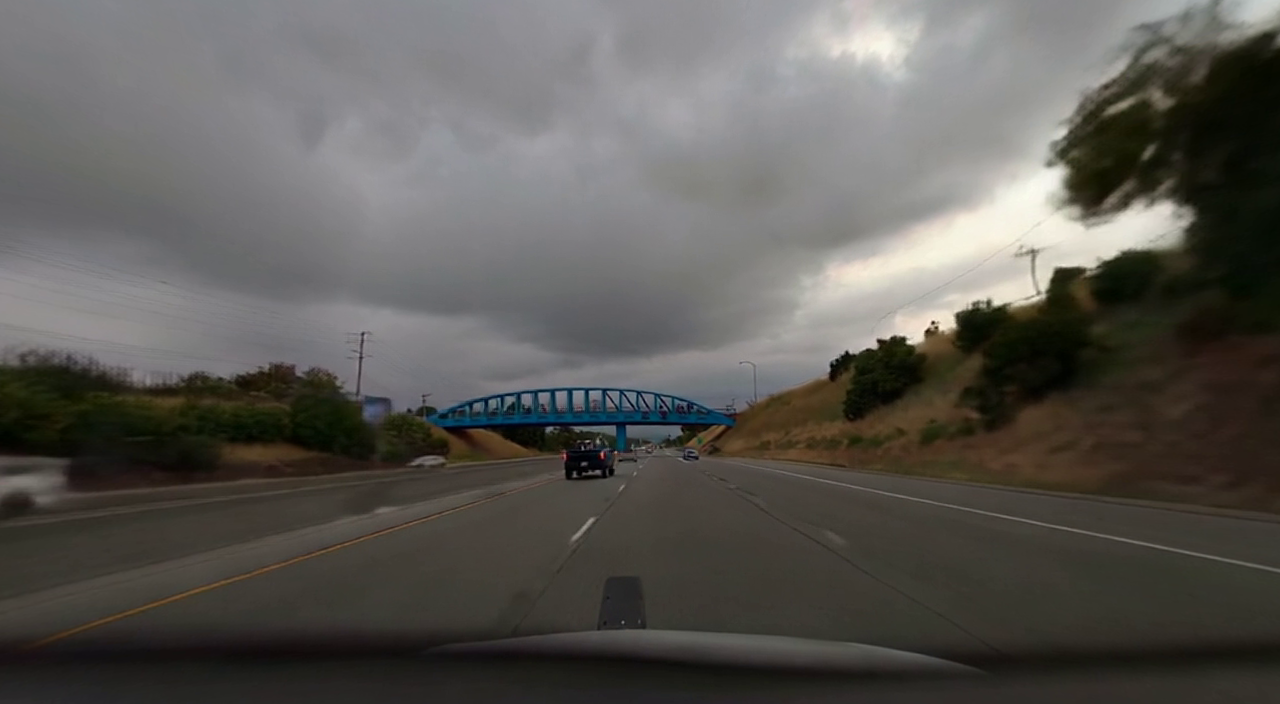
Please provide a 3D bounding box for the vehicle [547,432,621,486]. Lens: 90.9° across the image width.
[{"bbox_3d":[-2.108,4.293,25.523,2.369,1.948,5.343,0,-9,2],"label":"vehicle"}]
